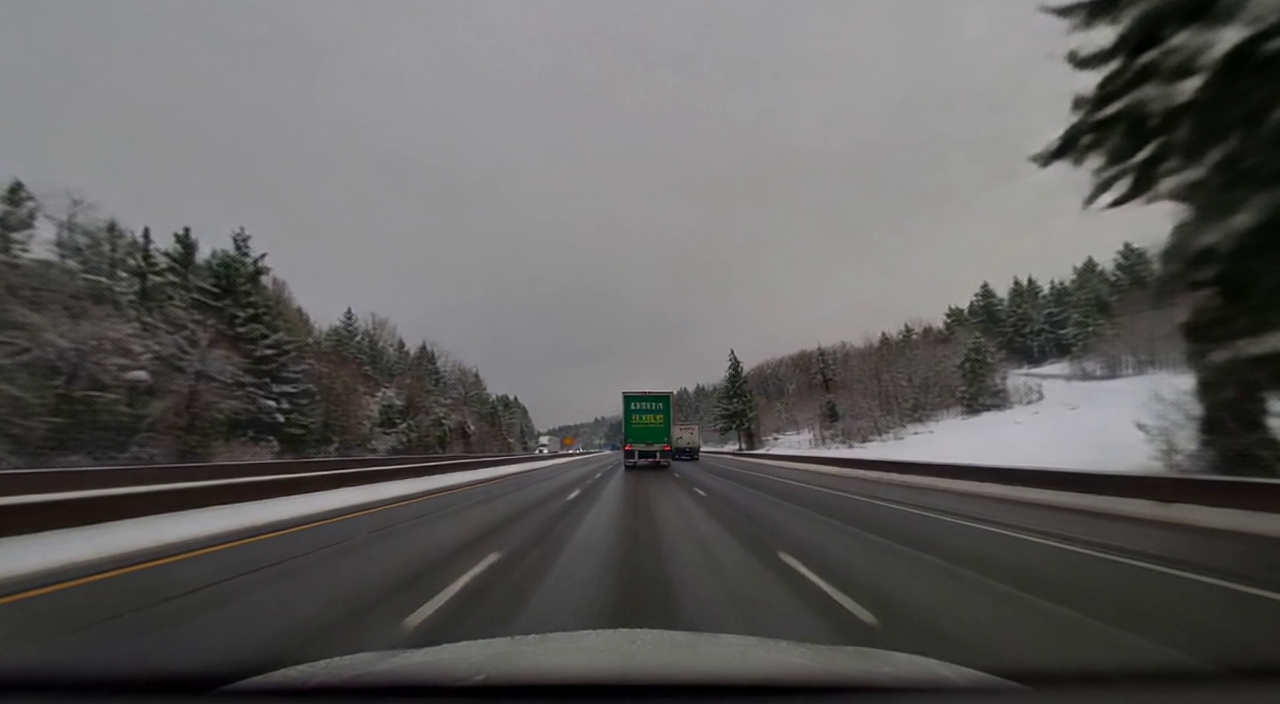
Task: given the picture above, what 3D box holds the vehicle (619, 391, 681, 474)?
[{"bbox_3d":[0.490,4.819,36.647,3.057,4.073,10.792,0,-9,0],"label":"vehicle"}]
